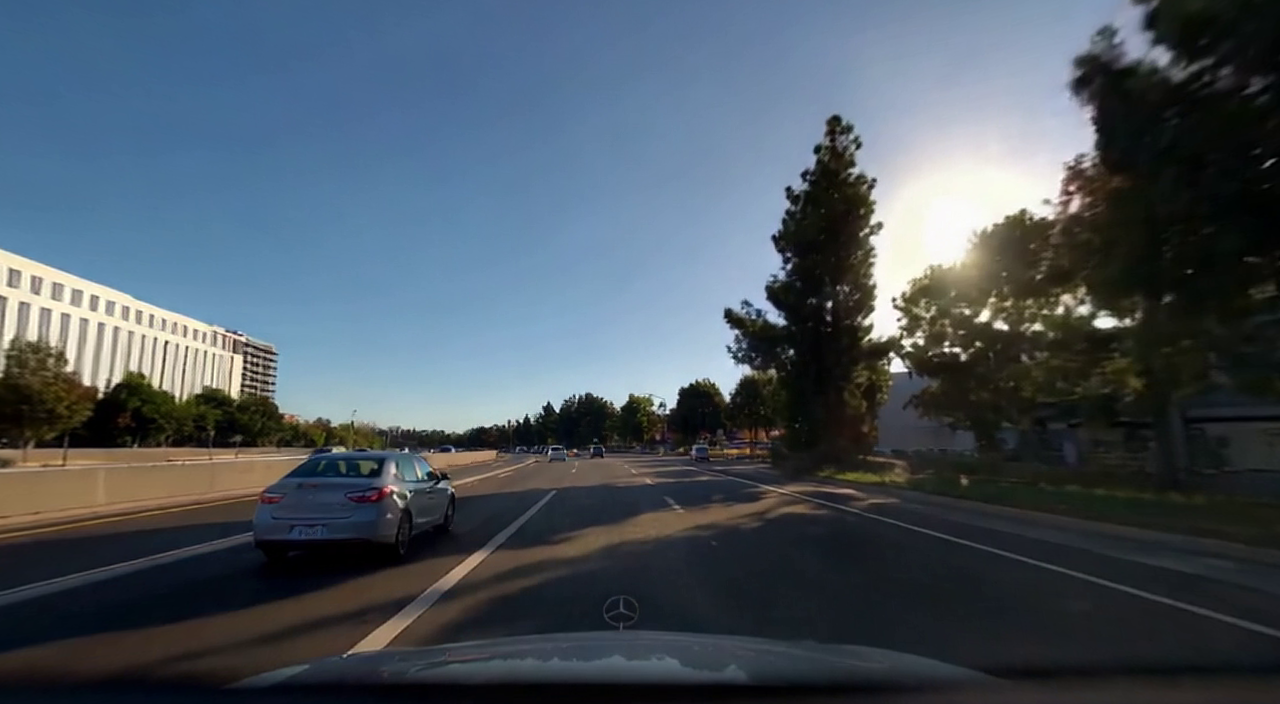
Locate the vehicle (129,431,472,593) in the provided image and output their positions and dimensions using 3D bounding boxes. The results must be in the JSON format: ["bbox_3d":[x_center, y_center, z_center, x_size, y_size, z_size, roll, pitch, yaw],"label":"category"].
[{"bbox_3d":[-3.726,1.811,8.091,2.018,1.476,4.364,0,-9,-1],"label":"vehicle"}]
